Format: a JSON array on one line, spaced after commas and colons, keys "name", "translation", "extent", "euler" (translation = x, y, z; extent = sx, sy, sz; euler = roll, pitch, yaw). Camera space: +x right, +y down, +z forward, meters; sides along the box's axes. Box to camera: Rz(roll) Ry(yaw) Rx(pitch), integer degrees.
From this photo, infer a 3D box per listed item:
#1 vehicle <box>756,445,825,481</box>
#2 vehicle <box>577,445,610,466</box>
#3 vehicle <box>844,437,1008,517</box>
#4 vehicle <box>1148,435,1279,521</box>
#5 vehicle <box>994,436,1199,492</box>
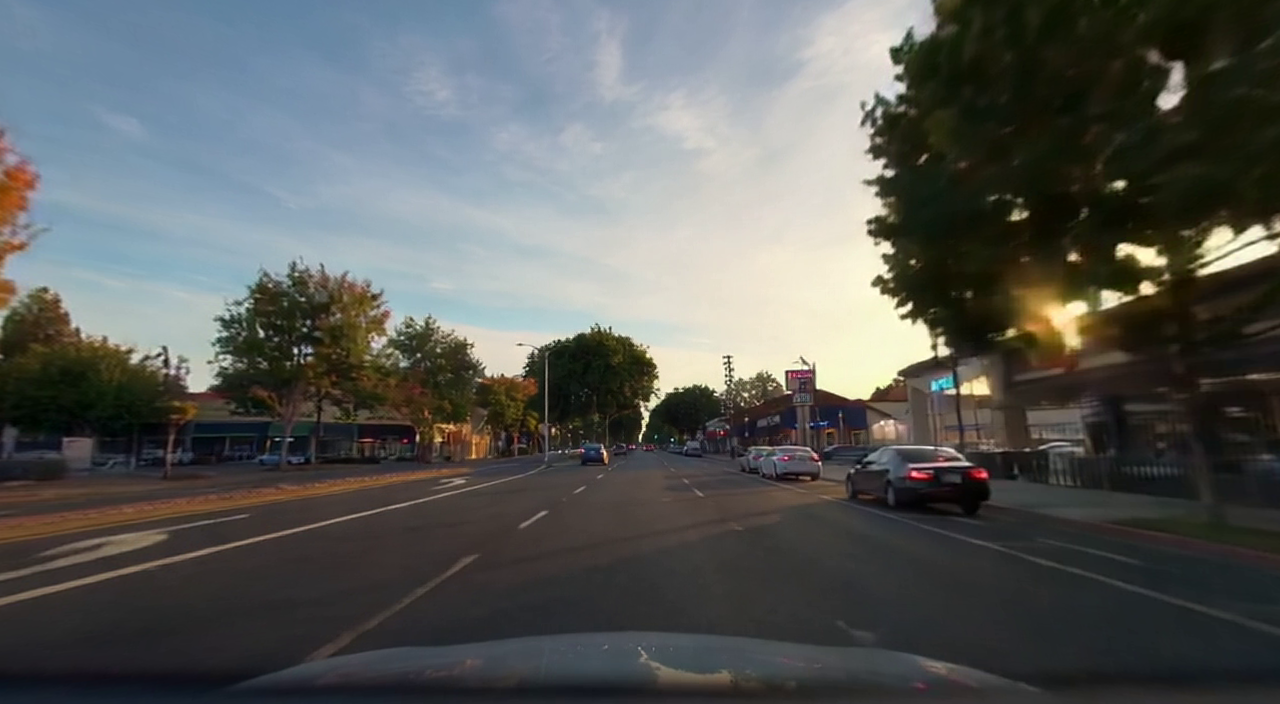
[{"name": "vehicle", "translation": [6.751, 5.022, 28.877], "extent": [1.869, 1.516, 4.767], "euler": [0, -8, -1]}, {"name": "vehicle", "translation": [-3.292, 7.415, 45.255], "extent": [2.005, 1.446, 4.265], "euler": [0, -8, 1]}, {"name": "vehicle", "translation": [6.572, 2.886, 15.095], "extent": [1.934, 1.641, 4.117], "euler": [0, -8, 0]}, {"name": "vehicle", "translation": [12.599, 2.360, 12.019], "extent": [4.119, 1.501, 1.809], "euler": [0, -8, 3]}, {"name": "vehicle", "translation": [12.776, 3.144, 17.848], "extent": [4.357, 1.463, 1.915], "euler": [1, -9, -4]}]
